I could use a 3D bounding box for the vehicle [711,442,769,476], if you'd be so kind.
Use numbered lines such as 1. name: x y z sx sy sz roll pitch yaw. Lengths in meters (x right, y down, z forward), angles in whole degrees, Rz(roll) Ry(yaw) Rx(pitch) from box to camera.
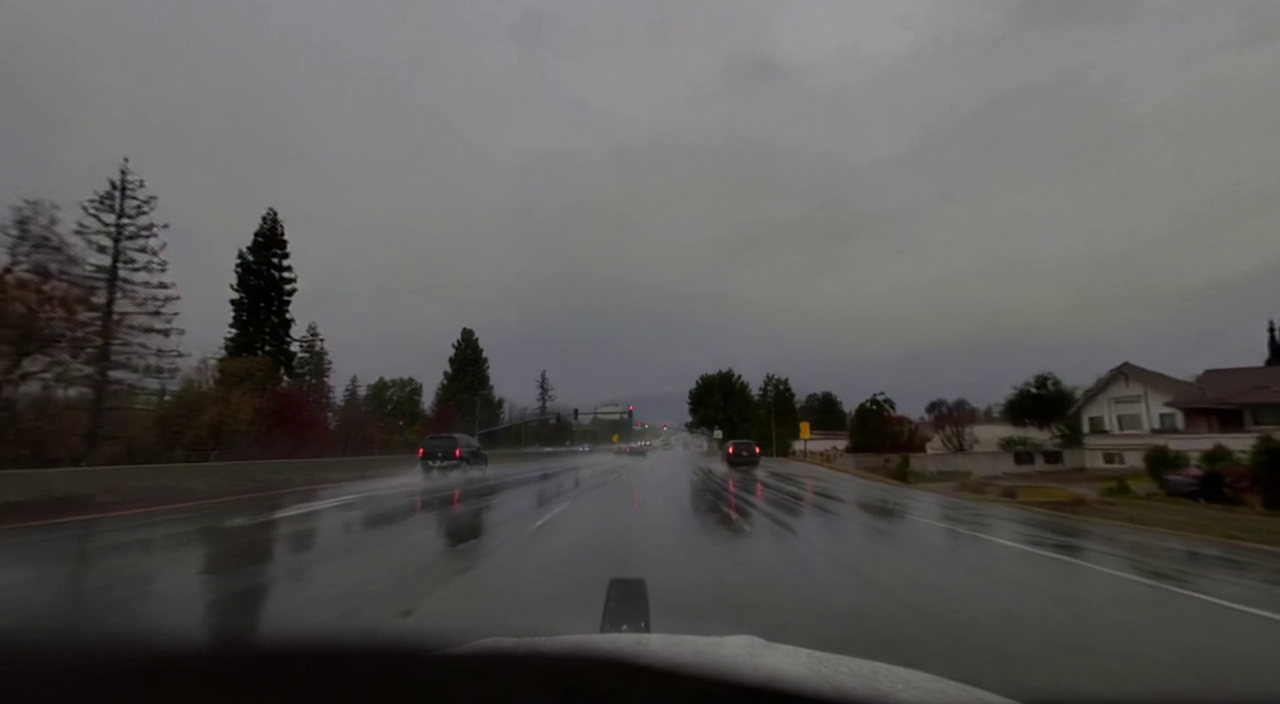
1. vehicle: 4.577 4.954 29.504 2.100 1.472 4.533 0 -8 2

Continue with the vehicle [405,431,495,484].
1. vehicle: -7.343 4.131 24.976 2.122 1.847 4.696 0 -8 -1
